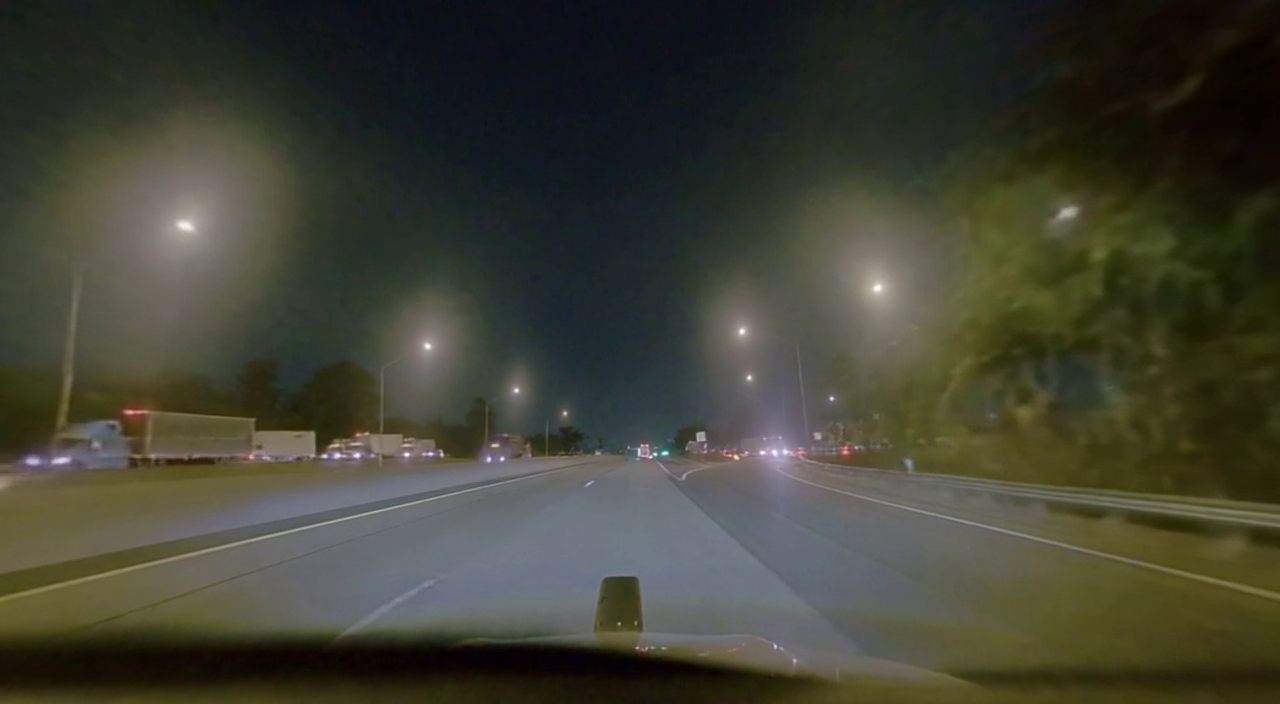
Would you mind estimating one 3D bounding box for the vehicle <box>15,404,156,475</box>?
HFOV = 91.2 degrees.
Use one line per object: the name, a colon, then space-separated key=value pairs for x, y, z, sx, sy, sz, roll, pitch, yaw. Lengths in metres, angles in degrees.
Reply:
vehicle: x=-35.030 y=5.607 z=40.014 sx=2.875 sy=4.025 sz=6.567 roll=-2 pitch=-8 yaw=0
